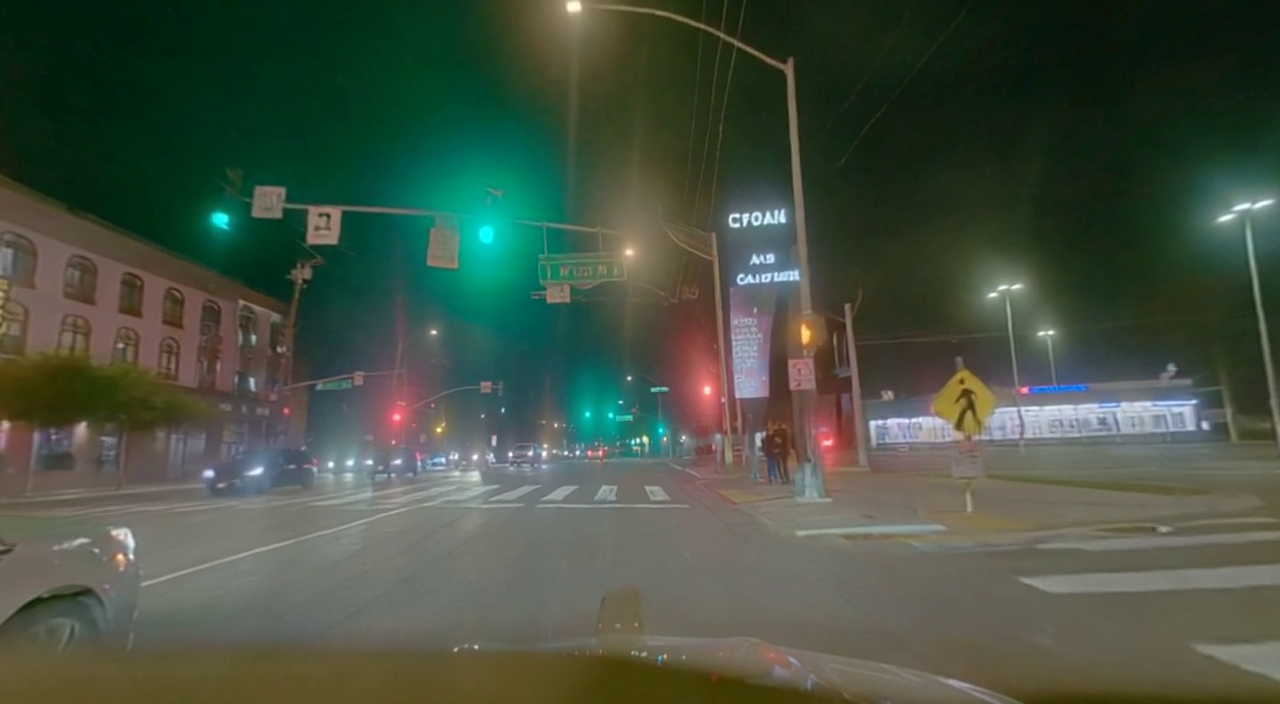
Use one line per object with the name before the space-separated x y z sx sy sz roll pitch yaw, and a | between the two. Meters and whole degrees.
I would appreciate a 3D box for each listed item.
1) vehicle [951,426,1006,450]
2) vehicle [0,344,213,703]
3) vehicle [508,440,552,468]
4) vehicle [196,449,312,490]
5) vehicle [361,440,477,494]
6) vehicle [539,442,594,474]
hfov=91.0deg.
vehicle | 24.549 6.252 45.776 1.690 1.559 3.521 4 -8 -10
vehicle | -3.392 0.637 1.147 2.042 1.673 4.516 0 -9 0
vehicle | -6.864 6.420 39.675 2.012 1.664 3.917 0 -9 1
vehicle | -16.004 4.854 26.459 2.000 1.527 4.786 0 -9 -2
vehicle | -6.672 3.505 19.638 1.960 1.479 4.654 0 -9 0
vehicle | -3.596 5.279 31.660 2.147 1.472 4.406 0 -9 1
